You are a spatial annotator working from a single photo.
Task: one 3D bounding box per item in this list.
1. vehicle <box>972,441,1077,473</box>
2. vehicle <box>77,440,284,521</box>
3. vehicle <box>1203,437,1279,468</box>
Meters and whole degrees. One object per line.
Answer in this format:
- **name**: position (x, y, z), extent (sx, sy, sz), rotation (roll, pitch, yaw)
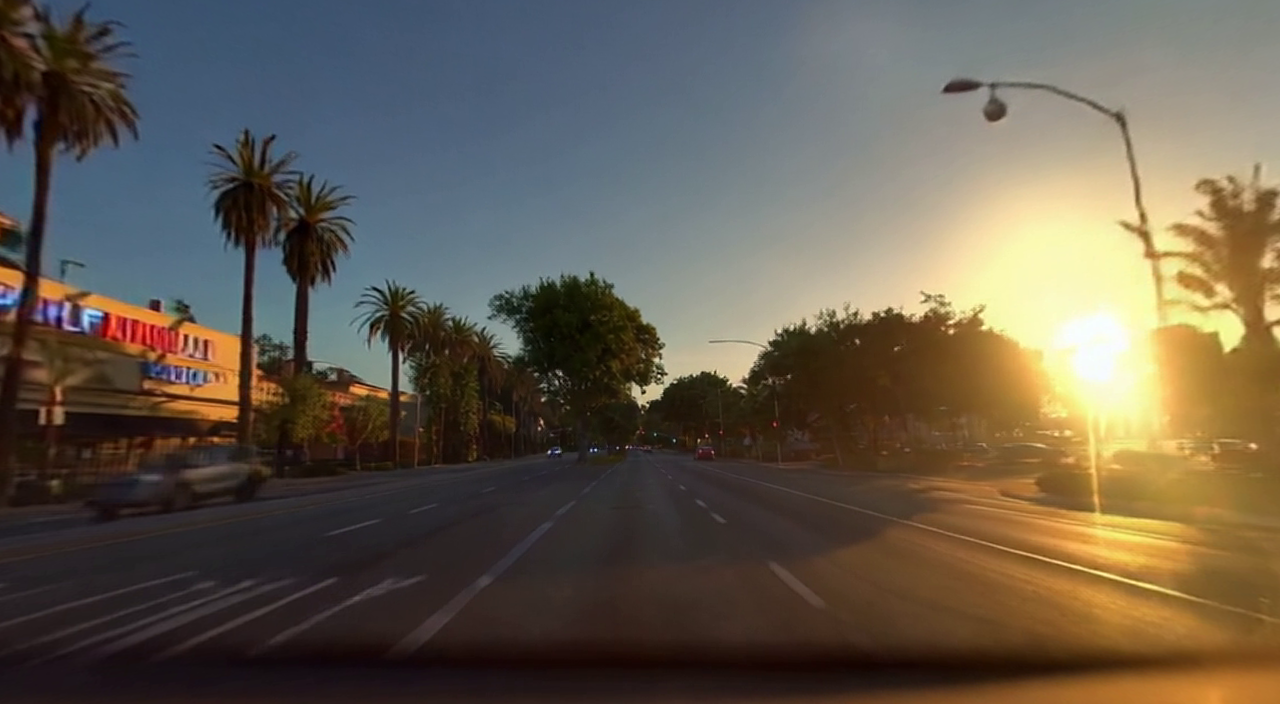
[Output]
- **vehicle**: position (21.545, 5.911, 35.542), extent (4.620, 1.475, 1.904), rotation (-3, -9, -3)
- **vehicle**: position (-12.812, 3.565, 18.204), extent (2.237, 1.950, 5.039), rotation (0, -9, -2)
- **vehicle**: position (34.648, 5.666, 35.784), extent (3.698, 1.478, 1.811), rotation (-3, -8, -1)
